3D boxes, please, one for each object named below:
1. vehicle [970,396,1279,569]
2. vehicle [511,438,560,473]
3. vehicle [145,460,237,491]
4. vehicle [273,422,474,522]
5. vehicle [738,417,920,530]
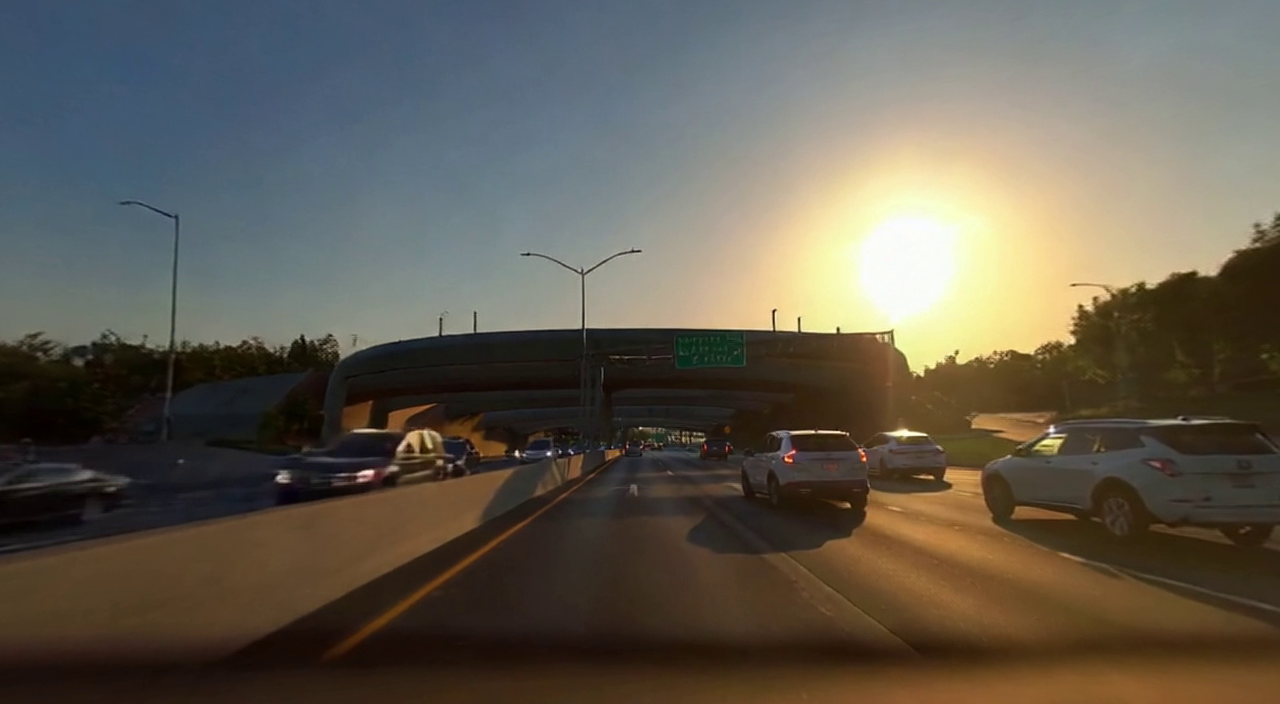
[{"bbox_3d":[7.187,1.731,9.160,2.040,1.801,4.959,0,-9,-1],"label":"vehicle"},{"bbox_3d":[-5.855,5.839,35.895,2.048,1.838,4.587,0,-9,-1],"label":"vehicle"},{"bbox_3d":[-26.049,7.167,36.881,1.994,1.554,4.595,0,-9,-1],"label":"vehicle"},{"bbox_3d":[-5.900,2.738,15.036,2.405,1.932,5.424,0,-9,0],"label":"vehicle"},{"bbox_3d":[3.238,2.187,11.895,2.059,1.711,4.302,0,-9,0],"label":"vehicle"}]
